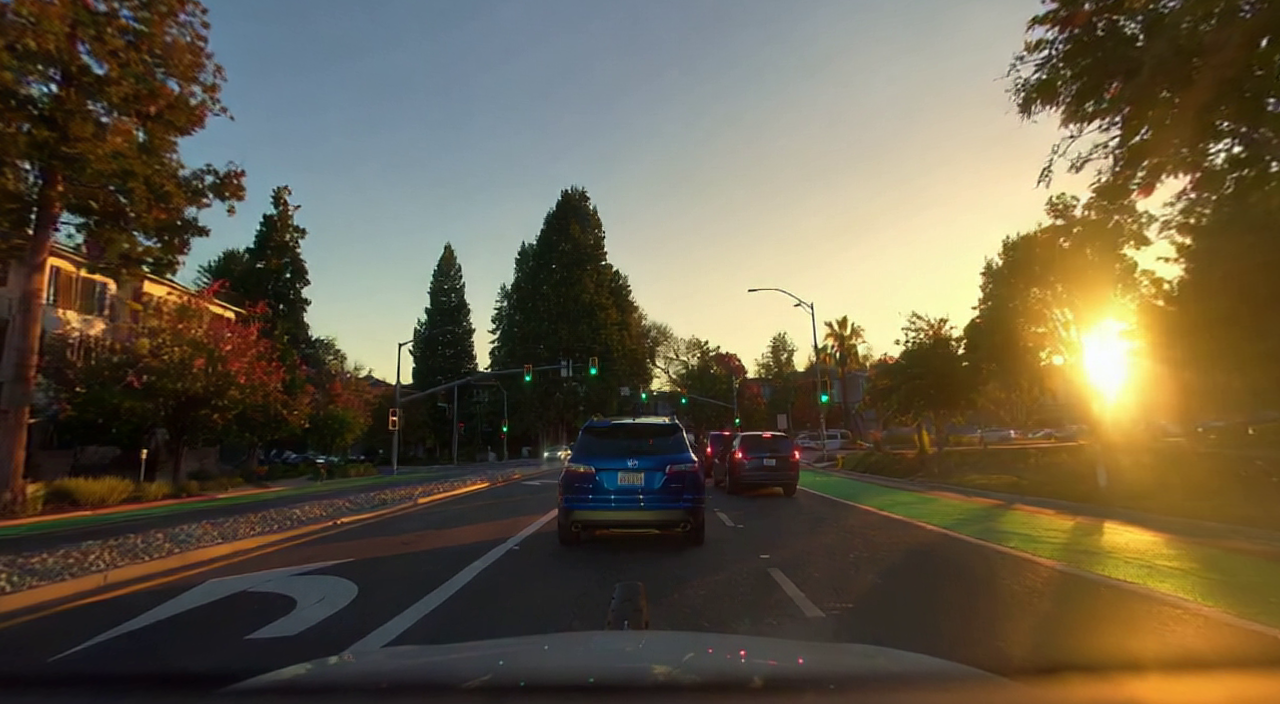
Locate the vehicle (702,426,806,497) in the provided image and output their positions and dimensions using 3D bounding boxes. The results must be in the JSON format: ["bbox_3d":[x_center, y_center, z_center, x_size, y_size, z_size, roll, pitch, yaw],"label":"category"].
[{"bbox_3d":[3.173,3.180,18.612,2.189,1.815,4.495,0,-8,0],"label":"vehicle"}]

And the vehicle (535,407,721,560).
[{"bbox_3d":[-0.120,1.801,9.245,2.109,1.730,3.963,0,-8,0],"label":"vehicle"}]
